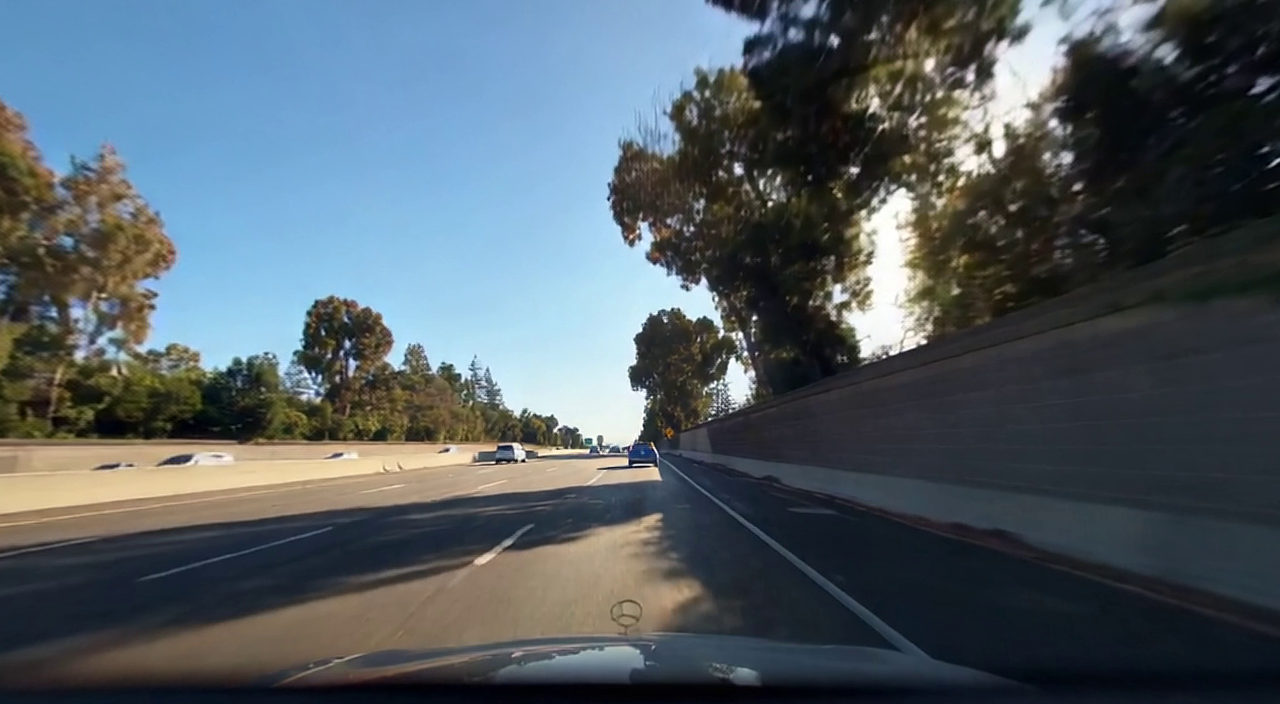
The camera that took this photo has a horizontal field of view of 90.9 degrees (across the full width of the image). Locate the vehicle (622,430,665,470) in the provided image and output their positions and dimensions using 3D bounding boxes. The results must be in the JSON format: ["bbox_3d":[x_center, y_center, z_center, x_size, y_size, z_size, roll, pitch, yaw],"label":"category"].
[{"bbox_3d":[0.171,5.666,36.642,2.318,2.145,4.561,0,-8,0],"label":"vehicle"}]

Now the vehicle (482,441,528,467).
[{"bbox_3d":[-9.836,7.482,46.404,2.204,1.770,5.016,-1,-8,1],"label":"vehicle"}]

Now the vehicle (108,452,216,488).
[{"bbox_3d":[-23.652,5.826,31.467,2.009,1.556,4.207,-1,-8,1],"label":"vehicle"}]
